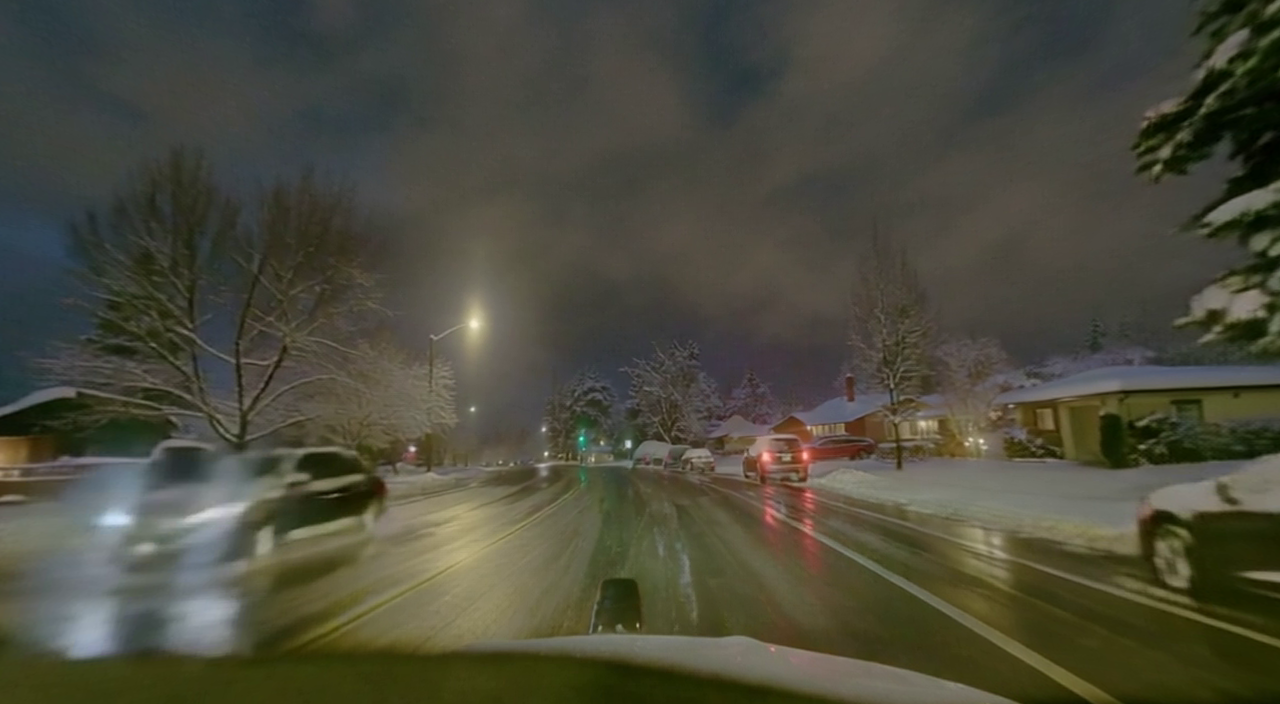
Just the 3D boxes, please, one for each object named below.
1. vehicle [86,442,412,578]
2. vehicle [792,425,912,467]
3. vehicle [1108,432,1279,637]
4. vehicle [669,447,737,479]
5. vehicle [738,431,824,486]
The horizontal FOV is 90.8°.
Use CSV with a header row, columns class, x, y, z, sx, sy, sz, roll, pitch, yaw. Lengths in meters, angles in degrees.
class,x,y,z,sx,sy,sz,roll,pitch,yaw
vehicle,-5.378,2.169,9.578,2.058,1.551,4.247,-1,-8,3
vehicle,13.436,6.079,40.487,6.635,2.414,2.896,-1,-13,4
vehicle,5.905,1.333,4.430,2.080,1.543,4.294,-1,-8,3
vehicle,3.610,6.509,37.382,2.713,1.671,4.939,1,-8,-11
vehicle,5.976,4.588,27.547,2.305,2.111,4.965,0,-8,-4
